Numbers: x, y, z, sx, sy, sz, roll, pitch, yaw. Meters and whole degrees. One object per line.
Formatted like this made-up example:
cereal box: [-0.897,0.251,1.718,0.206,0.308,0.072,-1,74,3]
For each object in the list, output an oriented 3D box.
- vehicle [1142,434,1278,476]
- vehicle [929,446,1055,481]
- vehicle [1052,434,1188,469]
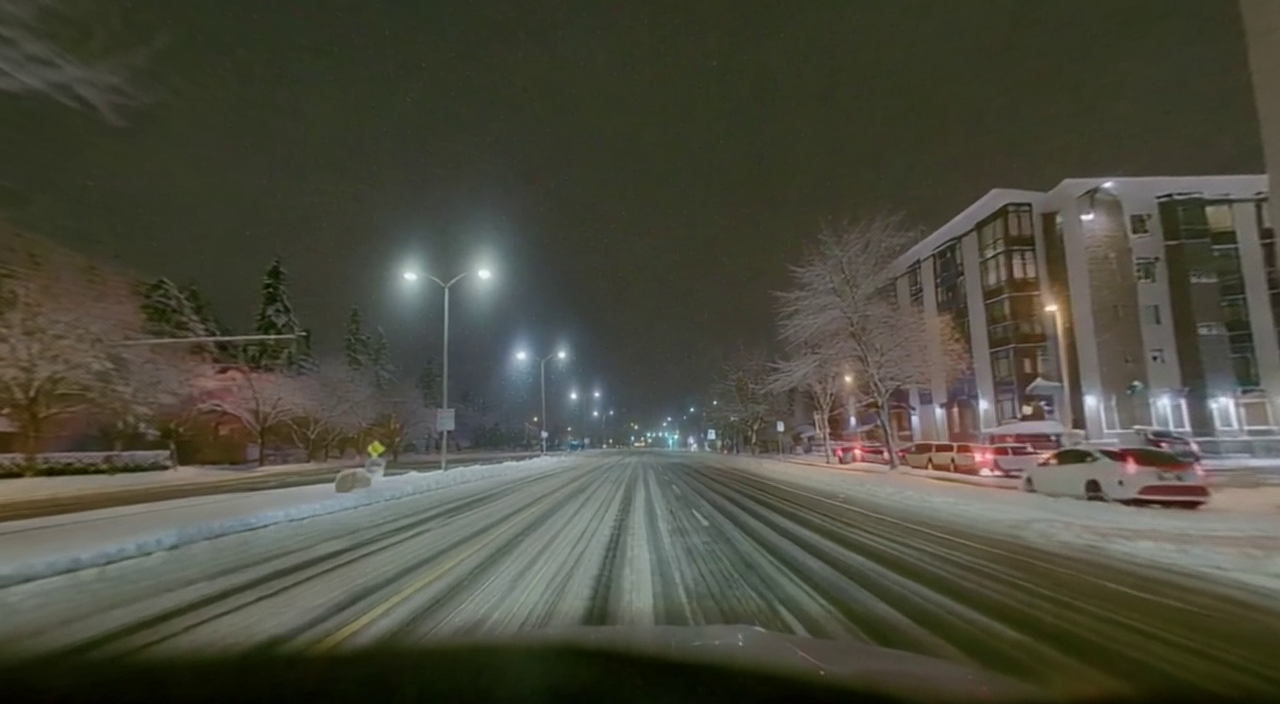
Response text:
vehicle: [27.500,4.963,30.484,4.627,1.659,1.882,-3,-7,0]
vehicle: [15.395,4.902,27.718,4.331,1.469,2.008,0,-9,2]
vehicle: [26.927,5.604,35.492,5.663,1.895,2.229,-1,-9,3]
